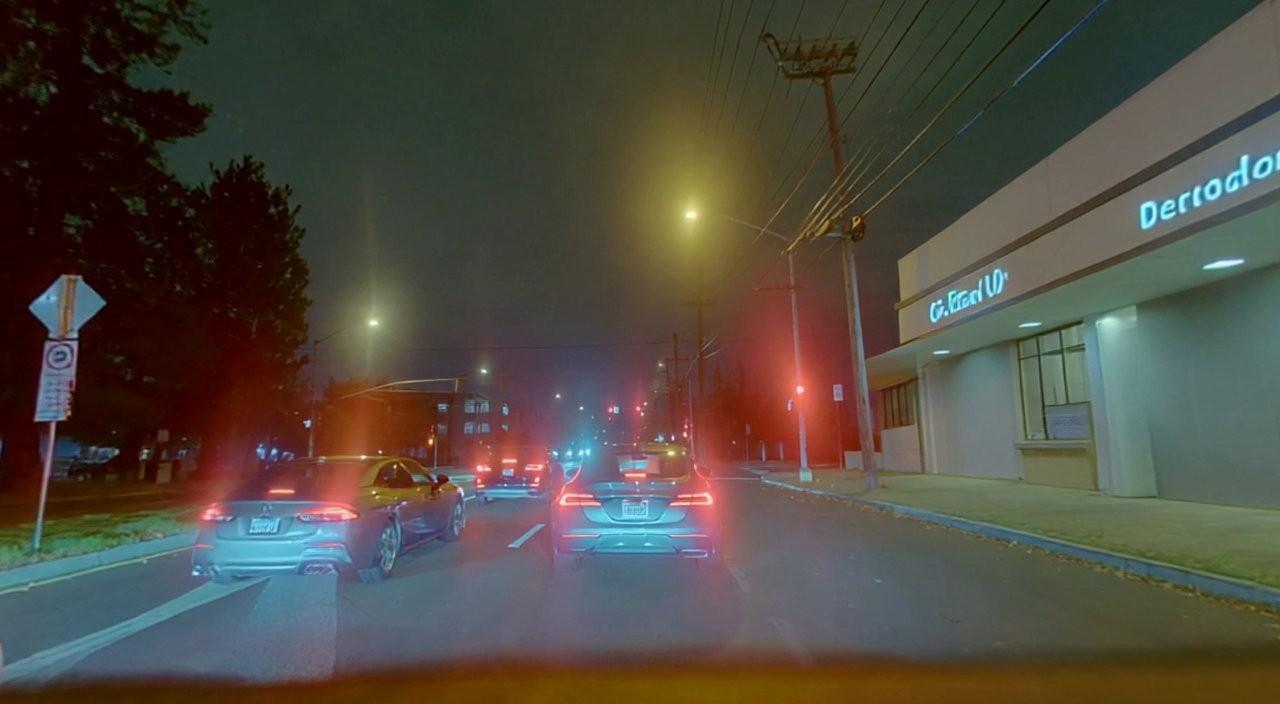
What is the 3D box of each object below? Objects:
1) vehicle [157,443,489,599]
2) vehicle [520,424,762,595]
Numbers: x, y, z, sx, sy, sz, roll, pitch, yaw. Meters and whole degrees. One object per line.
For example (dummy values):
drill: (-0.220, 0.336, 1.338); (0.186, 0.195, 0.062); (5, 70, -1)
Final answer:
vehicle: (-3.227, 1.762, 7.485); (1.765, 1.319, 4.013); (0, -9, 2)
vehicle: (-0.005, 1.678, 7.550); (2.101, 1.469, 3.955); (0, -9, 0)
